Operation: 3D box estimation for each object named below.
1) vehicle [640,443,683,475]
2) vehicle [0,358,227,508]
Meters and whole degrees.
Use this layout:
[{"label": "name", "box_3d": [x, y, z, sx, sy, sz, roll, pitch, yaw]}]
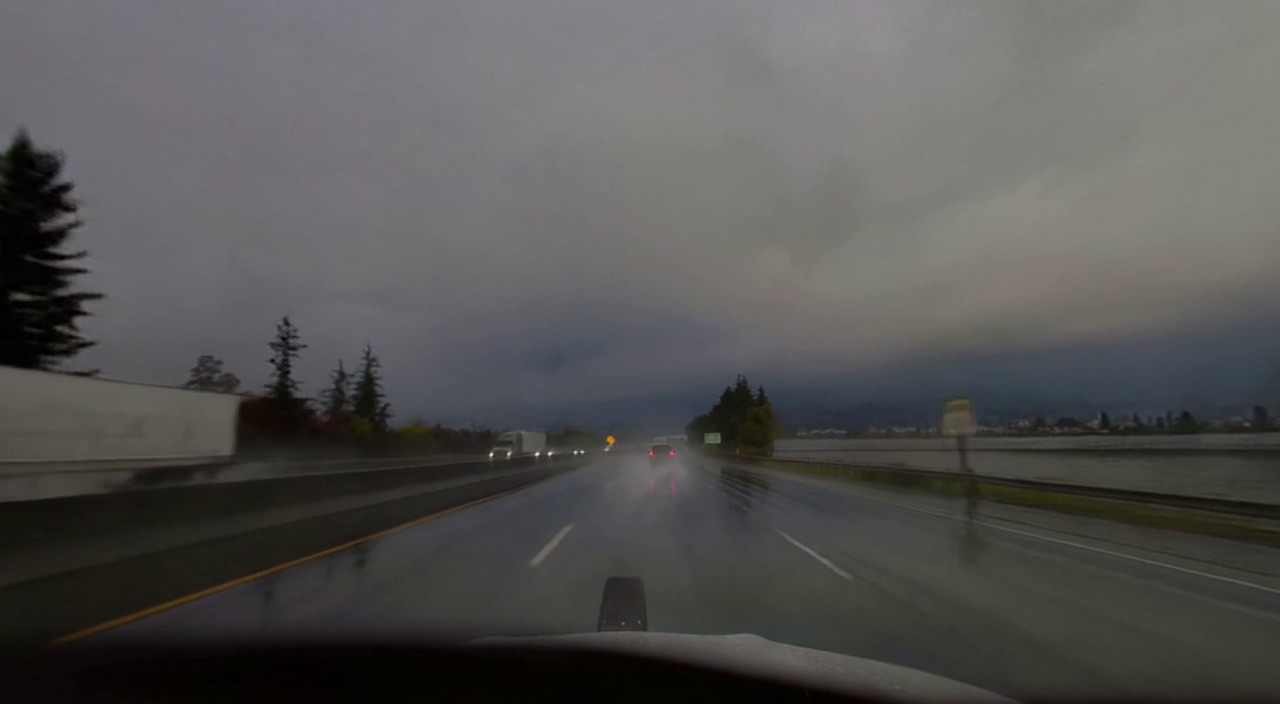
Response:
[{"label": "vehicle", "box_3d": [1.141, 5.949, 35.135, 2.231, 1.652, 4.503, 0, -9, 0]}, {"label": "vehicle", "box_3d": [-19.137, 2.489, 19.032, 3.305, 4.060, 14.698, 0, -9, 0]}]
